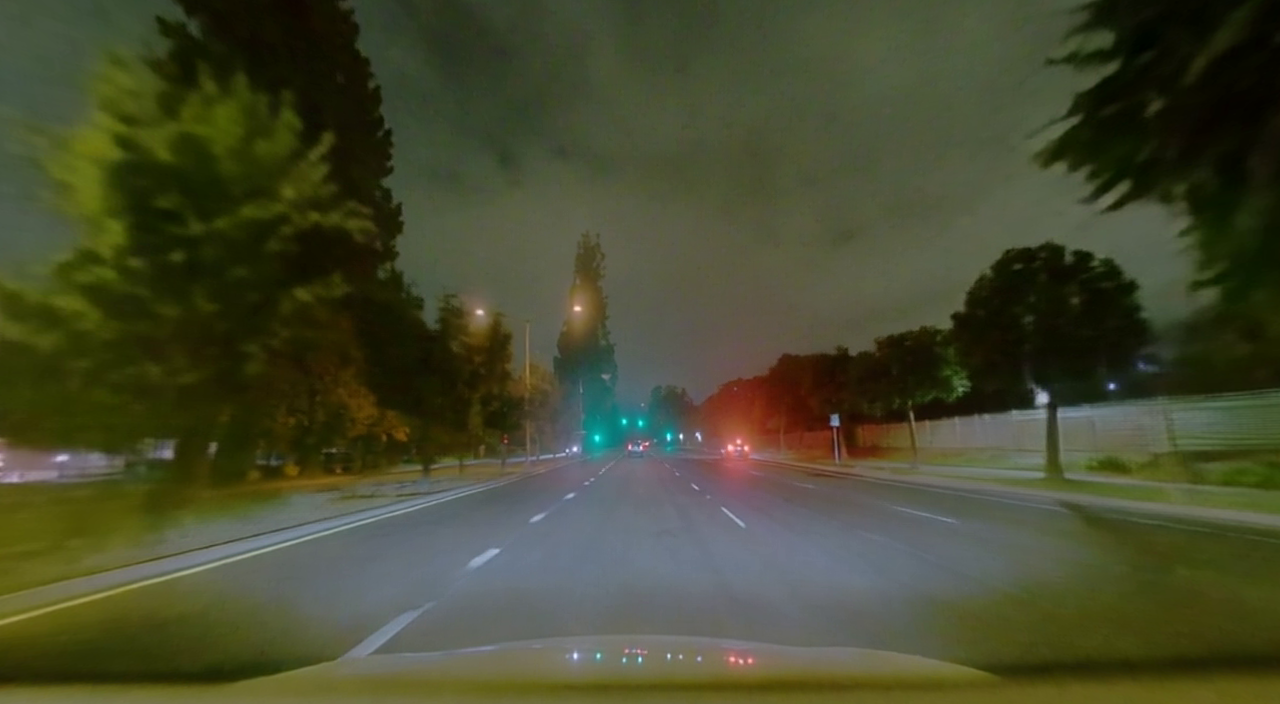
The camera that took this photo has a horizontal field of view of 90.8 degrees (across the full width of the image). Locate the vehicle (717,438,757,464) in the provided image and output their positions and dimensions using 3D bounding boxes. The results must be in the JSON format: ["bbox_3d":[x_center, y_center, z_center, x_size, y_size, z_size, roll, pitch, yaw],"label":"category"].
[{"bbox_3d":[6.767,7.005,44.668,2.011,1.710,4.357,0,-9,-1],"label":"vehicle"}]
